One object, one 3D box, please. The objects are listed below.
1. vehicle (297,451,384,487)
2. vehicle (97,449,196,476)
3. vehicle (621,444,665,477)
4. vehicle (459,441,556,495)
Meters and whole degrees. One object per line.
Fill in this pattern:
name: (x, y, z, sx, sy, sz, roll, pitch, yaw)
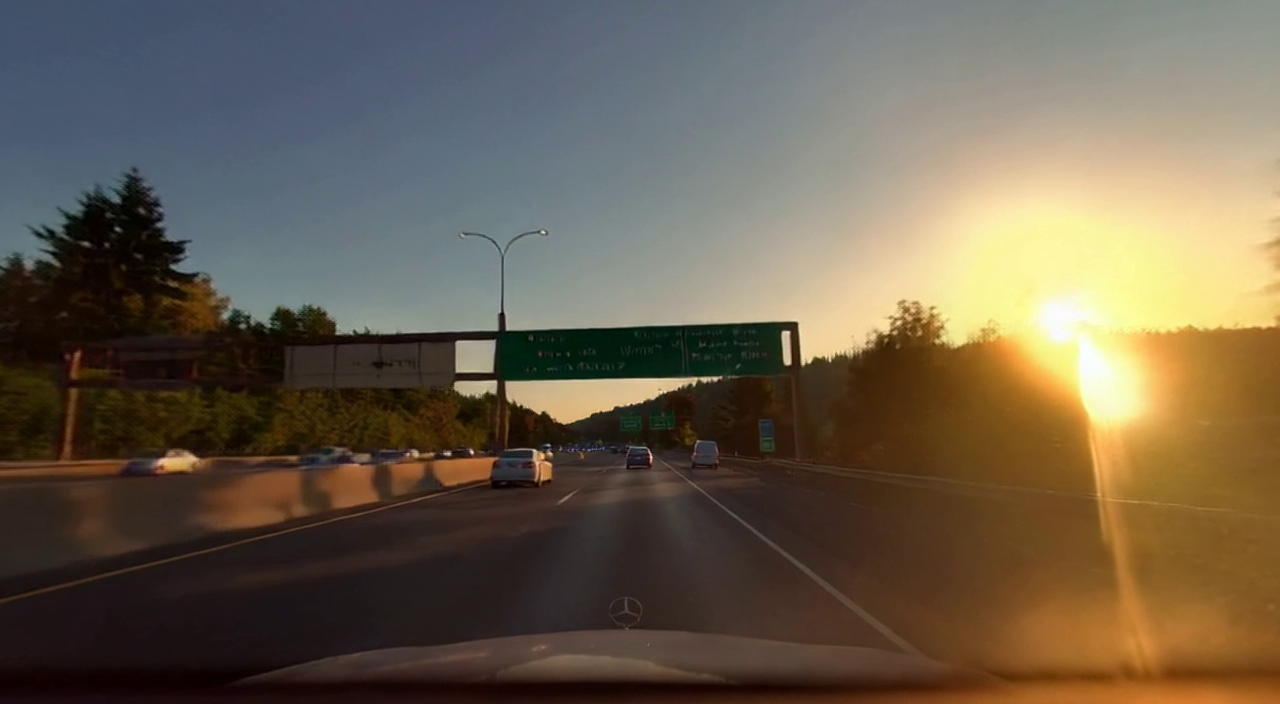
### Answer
vehicle: (-12.912, 5.054, 27.467, 1.809, 1.438, 4.005, 0, -9, 0)
vehicle: (-28.901, 6.463, 37.106, 1.958, 1.452, 4.787, 0, -9, 0)
vehicle: (0.138, 5.210, 30.478, 1.960, 1.456, 3.818, 0, -9, 0)
vehicle: (-4.117, 3.690, 20.399, 2.081, 1.534, 4.543, 0, -9, 1)
